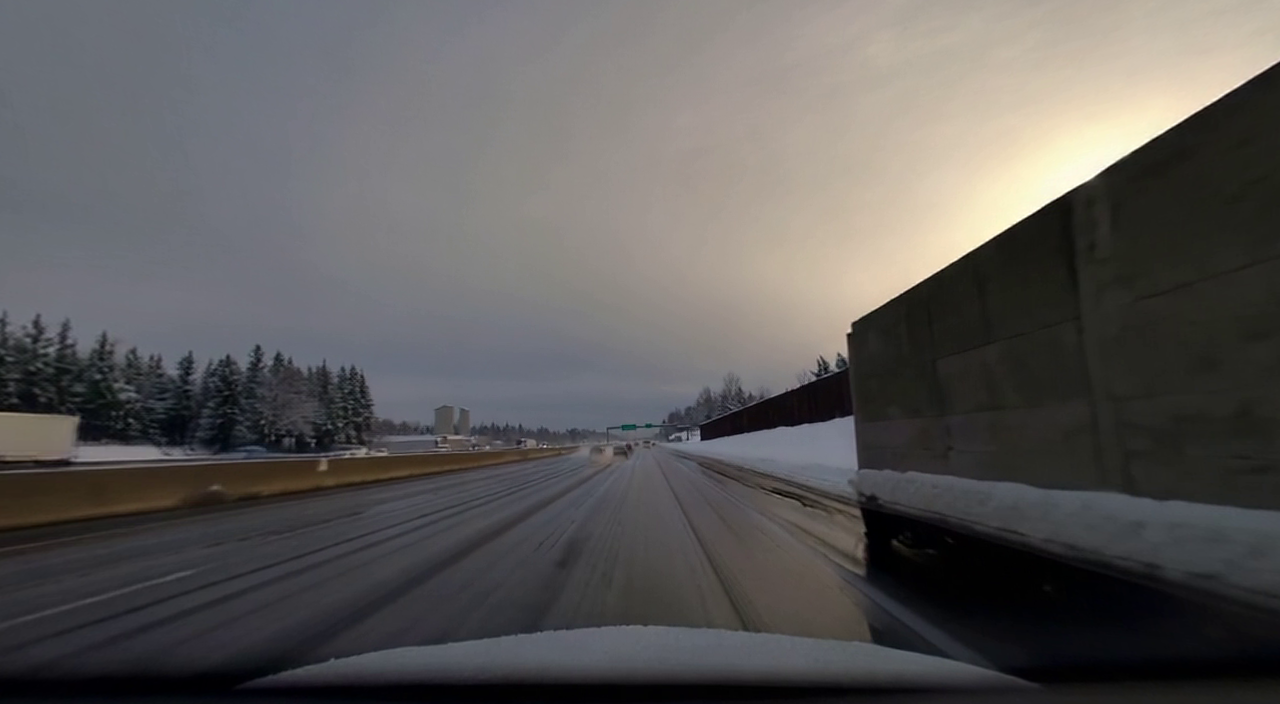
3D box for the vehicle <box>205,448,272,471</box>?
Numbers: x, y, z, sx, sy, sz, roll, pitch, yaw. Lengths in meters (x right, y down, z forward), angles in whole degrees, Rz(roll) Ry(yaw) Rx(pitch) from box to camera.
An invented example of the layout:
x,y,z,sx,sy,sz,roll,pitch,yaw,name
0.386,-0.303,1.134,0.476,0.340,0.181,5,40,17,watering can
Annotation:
x,y,z,sx,sy,sz,roll,pitch,yaw,name
-31.411,8.412,49.512,1.902,1.669,4.935,0,-8,2,vehicle
